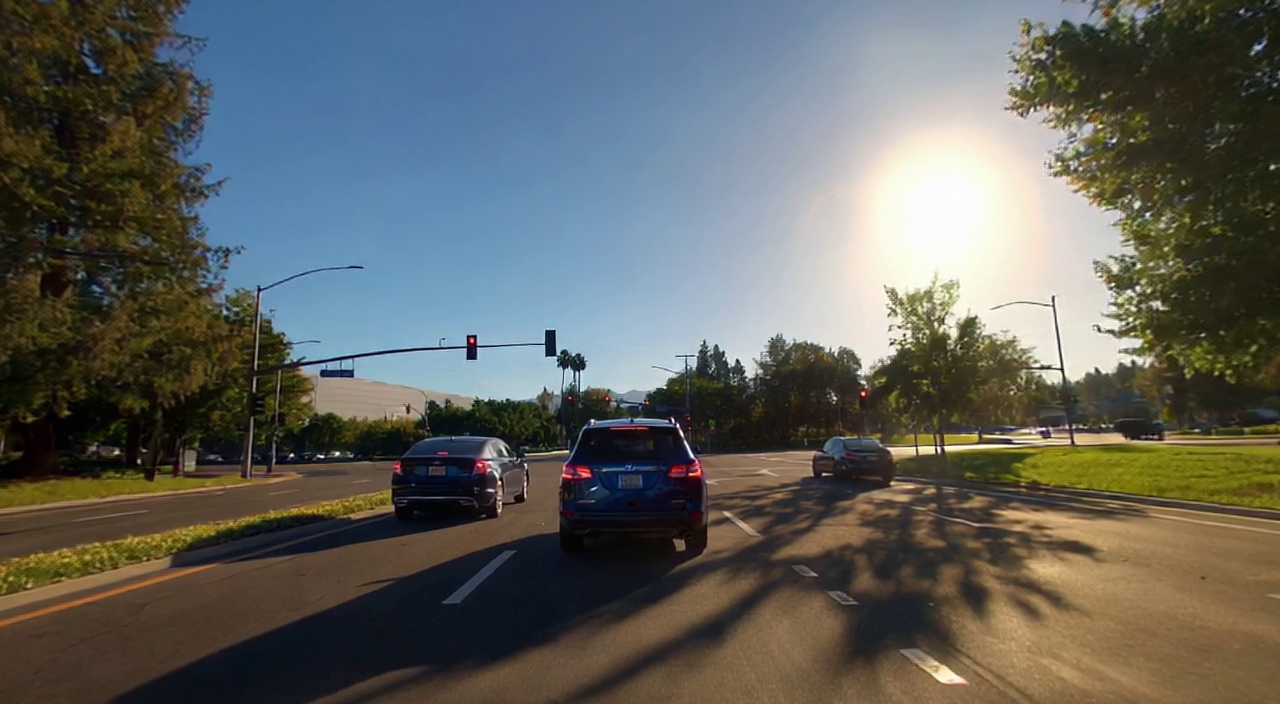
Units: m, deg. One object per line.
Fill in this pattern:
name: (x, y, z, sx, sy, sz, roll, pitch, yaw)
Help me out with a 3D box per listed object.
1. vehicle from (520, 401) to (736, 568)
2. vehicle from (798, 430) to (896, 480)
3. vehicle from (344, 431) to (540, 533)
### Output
vehicle: (-0.126, 1.719, 8.869, 2.298, 1.770, 4.138, 0, -8, 0)
vehicle: (8.034, 4.045, 25.043, 2.166, 1.761, 4.692, 0, -8, -1)
vehicle: (-3.366, 2.325, 12.039, 2.061, 1.504, 5.142, 0, -8, 0)
